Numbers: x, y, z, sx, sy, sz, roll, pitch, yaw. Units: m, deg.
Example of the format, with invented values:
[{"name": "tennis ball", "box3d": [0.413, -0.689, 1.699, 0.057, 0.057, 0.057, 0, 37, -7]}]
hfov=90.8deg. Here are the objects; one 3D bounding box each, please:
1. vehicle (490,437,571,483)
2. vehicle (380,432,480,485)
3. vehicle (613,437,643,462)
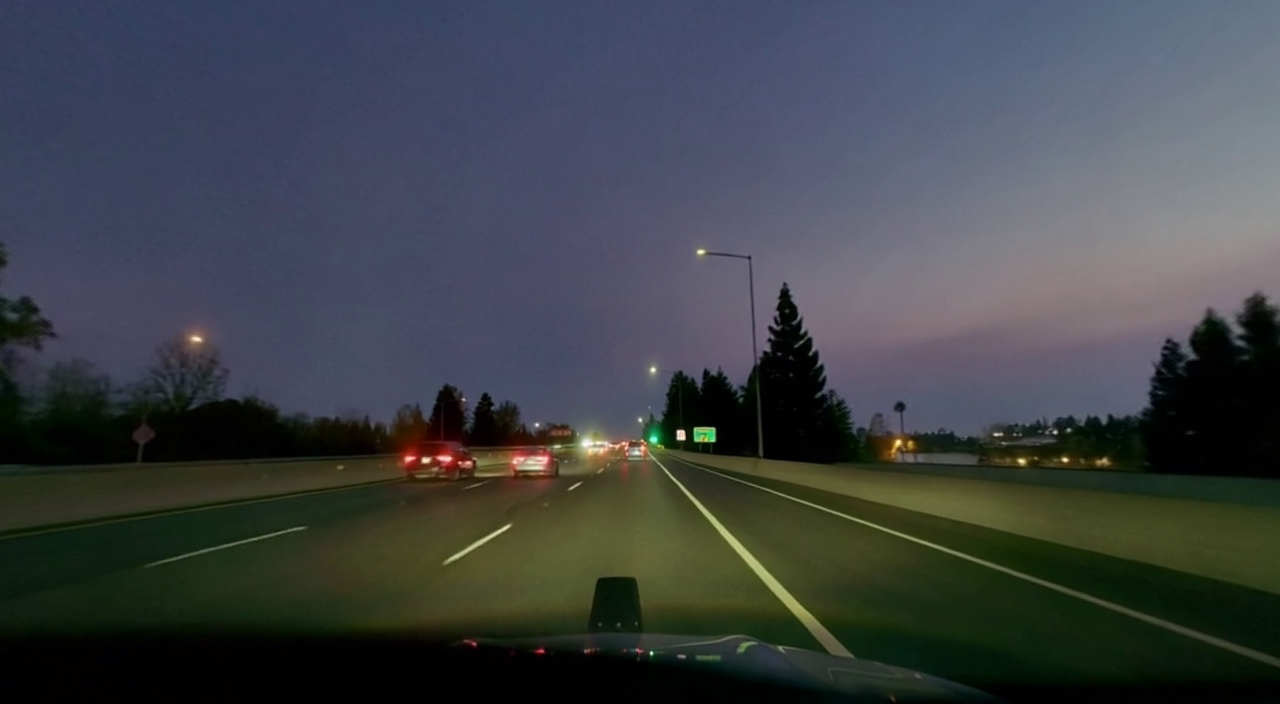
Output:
[{"name": "vehicle", "box3d": [-4.032, 4.088, 24.168, 2.102, 1.562, 4.884, -1, -9, 2]}, {"name": "vehicle", "box3d": [-7.819, 3.992, 24.047, 2.091, 1.795, 4.617, -1, -9, 2]}, {"name": "vehicle", "box3d": [-0.880, 7.425, 48.209, 2.179, 1.742, 4.396, 0, -8, 0]}]
